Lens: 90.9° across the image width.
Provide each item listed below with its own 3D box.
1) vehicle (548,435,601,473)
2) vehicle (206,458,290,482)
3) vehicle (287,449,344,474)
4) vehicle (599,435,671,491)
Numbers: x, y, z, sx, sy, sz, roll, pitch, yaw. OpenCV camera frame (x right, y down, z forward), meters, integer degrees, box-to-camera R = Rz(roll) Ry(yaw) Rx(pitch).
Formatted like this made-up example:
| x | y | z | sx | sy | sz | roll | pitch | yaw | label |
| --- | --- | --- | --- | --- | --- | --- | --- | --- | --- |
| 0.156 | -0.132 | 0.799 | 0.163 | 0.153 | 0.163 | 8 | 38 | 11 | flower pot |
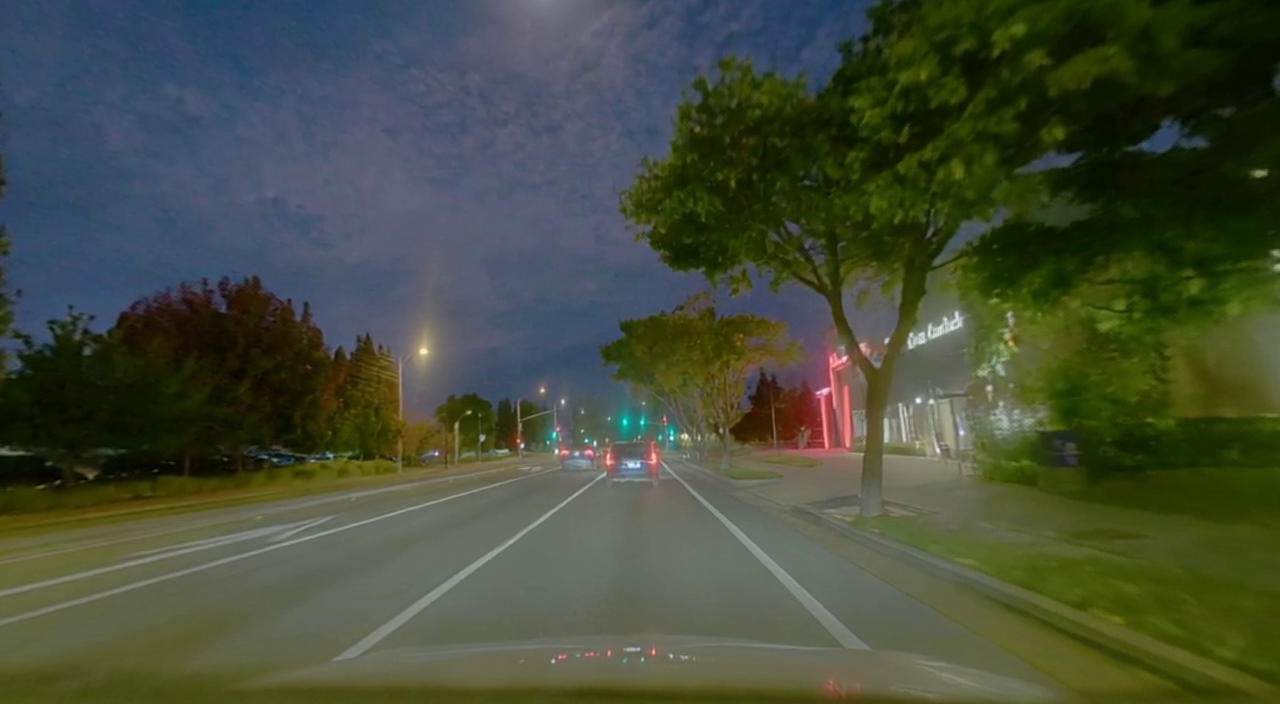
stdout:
| x | y | z | sx | sy | sz | roll | pitch | yaw | label |
| --- | --- | --- | --- | --- | --- | --- | --- | --- | --- |
| -3.387 | 5.390 | 33.571 | 2.064 | 1.859 | 5.154 | 0 | -8 | 2 | vehicle |
| -26.328 | 7.895 | 42.391 | 4.553 | 1.479 | 1.768 | -1 | -8 | 7 | vehicle |
| -24.481 | 8.263 | 47.704 | 1.791 | 1.724 | 4.432 | 0 | -8 | 2 | vehicle |
| -0.130 | 3.576 | 20.630 | 2.108 | 1.612 | 4.246 | 0 | -8 | 0 | vehicle |
